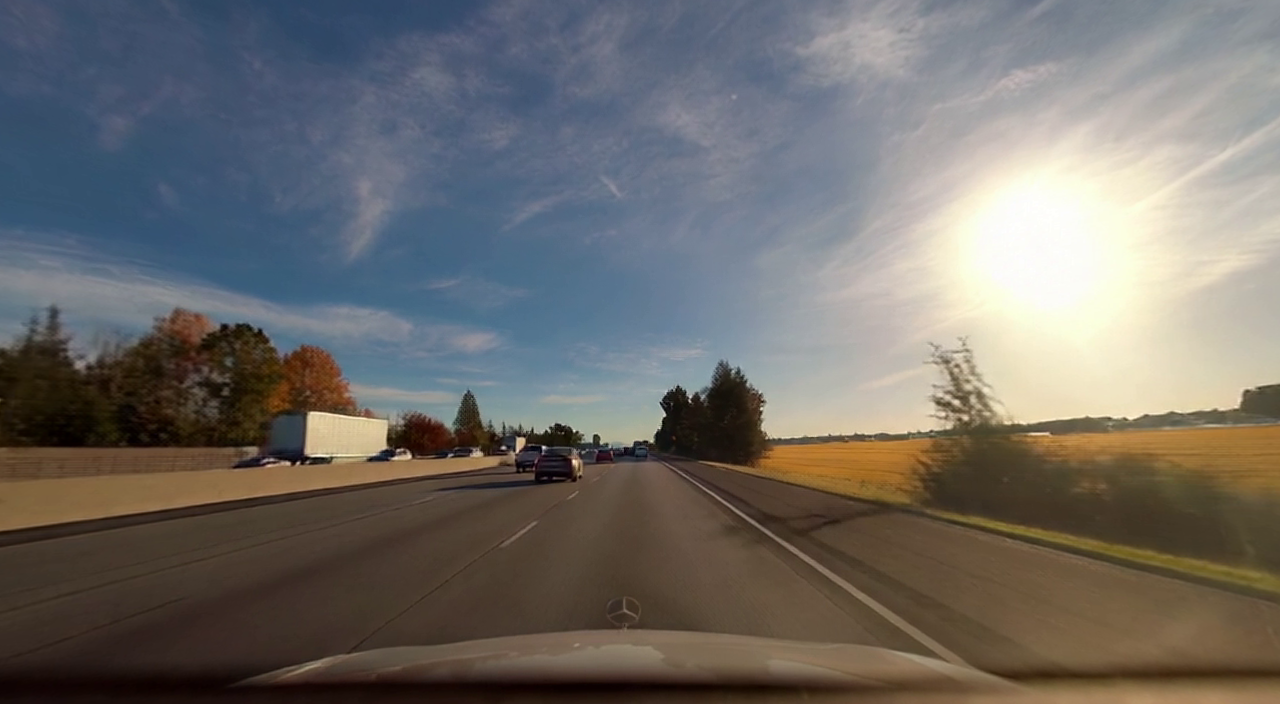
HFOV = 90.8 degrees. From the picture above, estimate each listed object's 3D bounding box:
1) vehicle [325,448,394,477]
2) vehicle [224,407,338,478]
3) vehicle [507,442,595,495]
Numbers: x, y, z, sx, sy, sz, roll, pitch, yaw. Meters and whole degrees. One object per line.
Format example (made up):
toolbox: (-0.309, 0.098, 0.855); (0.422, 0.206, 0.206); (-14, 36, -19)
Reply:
vehicle: (-15.572, 6.107, 35.231); (1.904, 1.501, 4.158); (0, -9, 0)
vehicle: (-22.945, 5.895, 40.867); (3.289, 4.194, 6.586); (0, -9, 0)
vehicle: (-2.718, 3.689, 20.309); (2.110, 1.500, 4.259); (0, -9, 2)
